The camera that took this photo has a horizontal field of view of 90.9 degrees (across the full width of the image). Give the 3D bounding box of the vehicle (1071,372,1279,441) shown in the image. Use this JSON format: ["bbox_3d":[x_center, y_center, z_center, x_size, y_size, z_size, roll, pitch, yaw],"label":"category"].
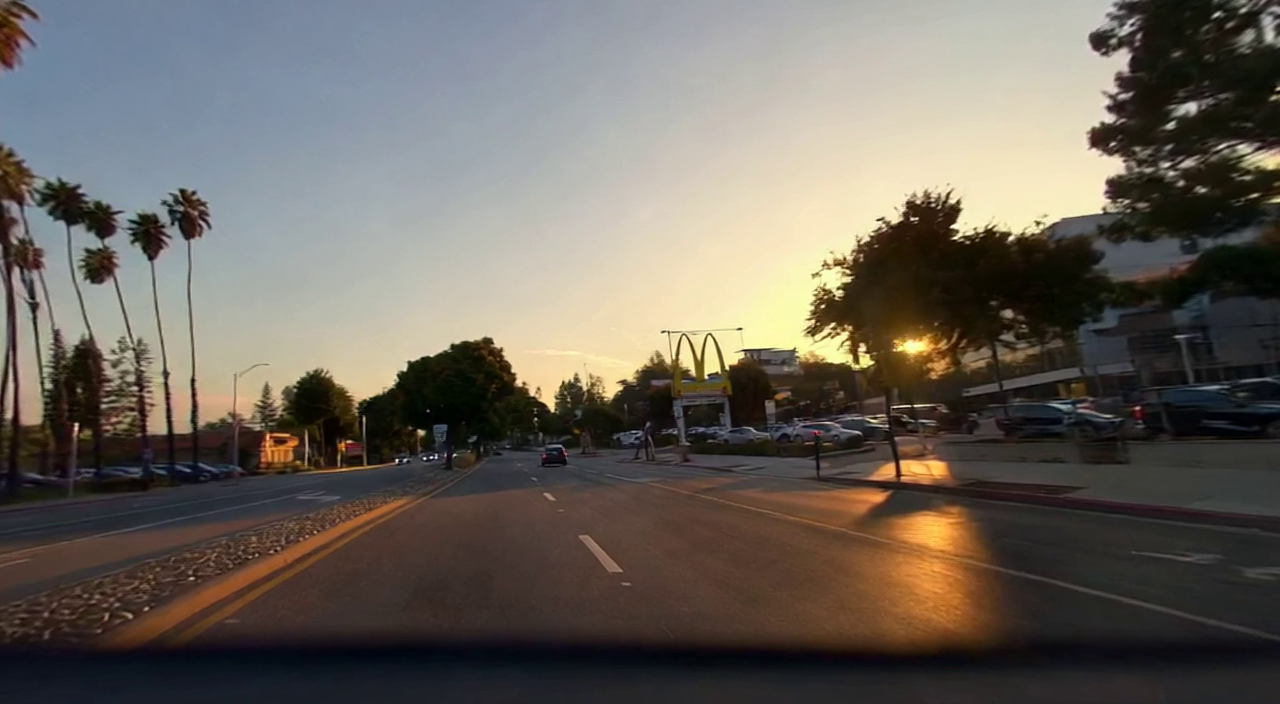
[{"bbox_3d":[14.938,1.525,17.249,4.907,1.585,2.018,0,-12,-8],"label":"vehicle"}]

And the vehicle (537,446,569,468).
[{"bbox_3d":[-6.640,7.876,47.526,2.079,1.496,4.538,2,-9,-11],"label":"vehicle"}]

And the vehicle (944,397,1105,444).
[{"bbox_3d":[13.575,2.464,22.349,4.711,1.546,1.891,1,-8,-11],"label":"vehicle"}]

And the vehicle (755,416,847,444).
[{"bbox_3d":[10.210,4.984,40.176,5.123,1.730,2.183,1,-8,-11],"label":"vehicle"}]

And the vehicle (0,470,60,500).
[{"bbox_3d":[-37.894,8.019,38.213,2.067,1.563,4.043,1,-9,-11],"label":"vehicle"}]

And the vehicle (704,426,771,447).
[{"bbox_3d":[7.458,6.482,48.331,4.691,1.545,1.900,1,-8,-9],"label":"vehicle"}]

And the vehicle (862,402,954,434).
[{"bbox_3d":[20.387,5.041,48.044,6.052,2.013,2.331,-2,-8,-14],"label":"vehicle"}]
